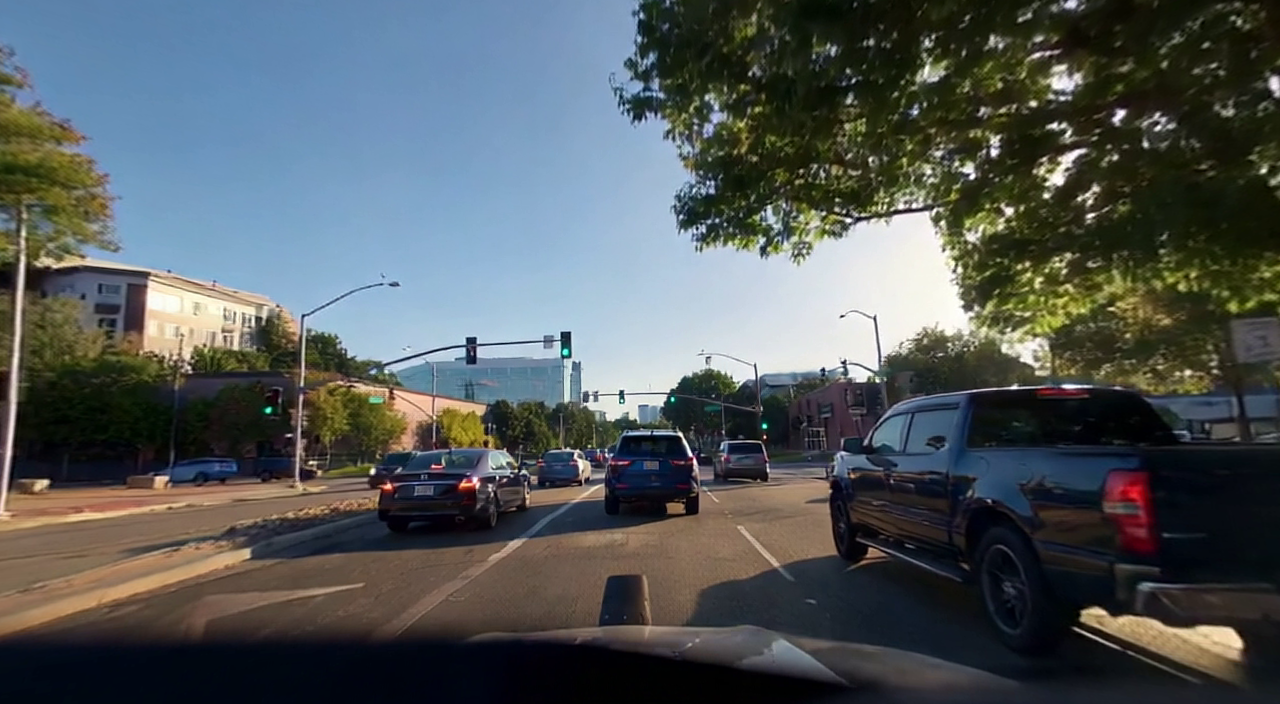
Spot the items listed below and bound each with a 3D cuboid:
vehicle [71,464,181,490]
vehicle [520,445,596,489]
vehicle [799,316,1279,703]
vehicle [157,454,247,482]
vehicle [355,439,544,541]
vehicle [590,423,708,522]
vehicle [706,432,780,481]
[{"bbox_3d":[-32.677,7.941,40.231,5.100,1.533,2.032,0,-8,-3],"label":"vehicle"},{"bbox_3d":[-2.898,4.171,23.369,2.072,1.450,4.612,0,-8,2],"label":"vehicle"},{"bbox_3d":[3.407,1.176,5.569,2.571,1.857,5.841,0,-8,1],"label":"vehicle"},{"bbox_3d":[-31.217,8.328,45.036,4.606,1.867,2.226,0,-12,1],"label":"vehicle"},{"bbox_3d":[-3.162,2.376,11.678,1.909,1.476,4.751,0,-8,1],"label":"vehicle"},{"bbox_3d":[0.201,2.442,13.301,2.113,1.768,3.901,0,-8,1],"label":"vehicle"},{"bbox_3d":[4.319,4.486,27.429,2.408,1.908,5.355,0,-8,2],"label":"vehicle"}]
